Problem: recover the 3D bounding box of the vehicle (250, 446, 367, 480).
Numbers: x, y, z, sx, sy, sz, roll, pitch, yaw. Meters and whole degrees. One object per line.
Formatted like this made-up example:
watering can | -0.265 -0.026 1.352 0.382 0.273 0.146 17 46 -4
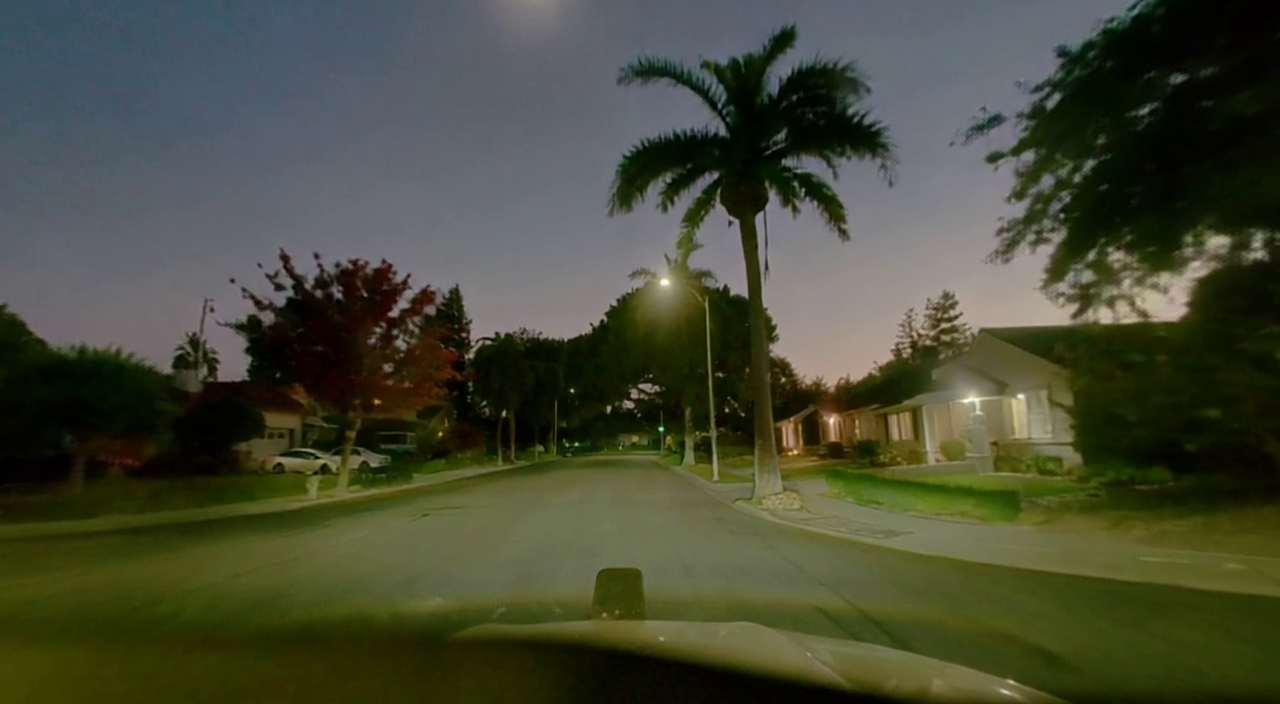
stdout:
vehicle | -15.603 5.246 29.958 4.358 1.516 2.077 1 -9 -3
